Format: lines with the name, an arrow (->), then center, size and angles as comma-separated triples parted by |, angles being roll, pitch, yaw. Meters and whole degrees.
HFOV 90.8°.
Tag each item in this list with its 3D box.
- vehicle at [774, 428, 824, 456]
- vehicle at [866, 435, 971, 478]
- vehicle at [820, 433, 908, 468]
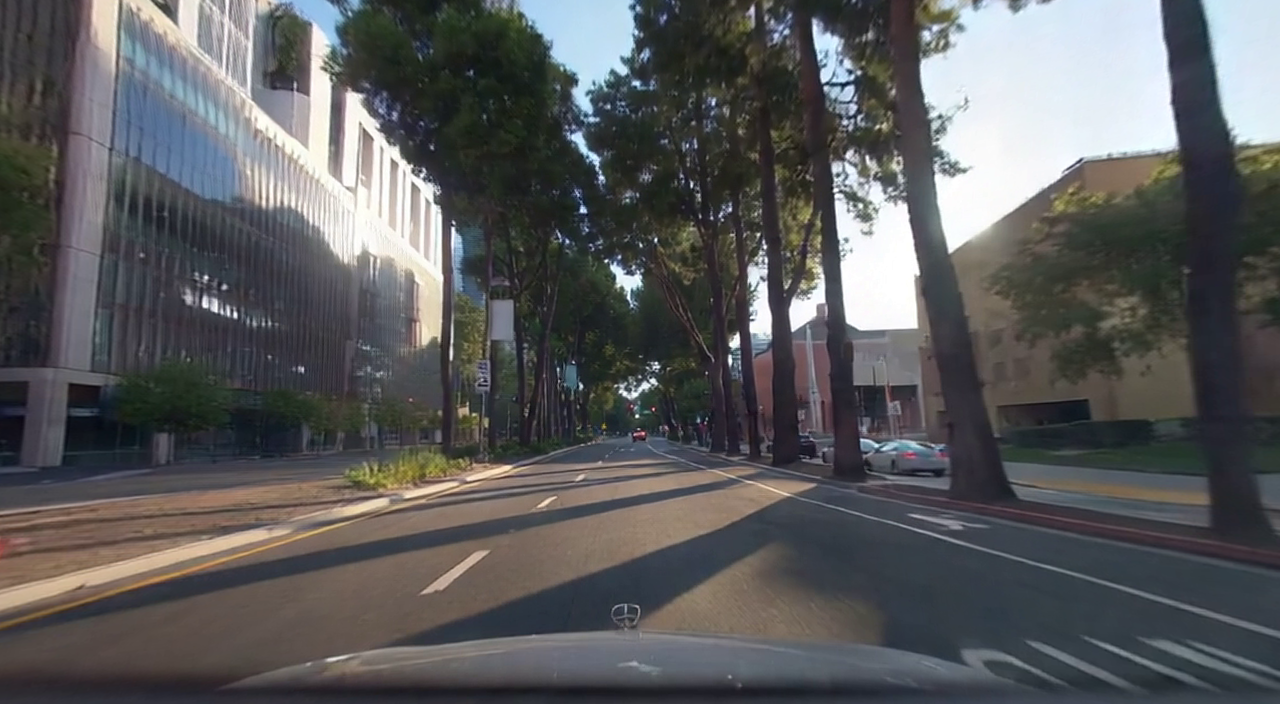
vehicle -> 10.434, 5.981, 41.815 | 1.947, 1.716, 4.861 | 0, -8, -1
vehicle -> 10.674, 4.047, 24.641 | 1.927, 1.489, 4.532 | 0, -8, -1
vehicle -> 10.618, 4.739, 30.419 | 1.977, 1.519, 4.953 | 1, -9, -6
